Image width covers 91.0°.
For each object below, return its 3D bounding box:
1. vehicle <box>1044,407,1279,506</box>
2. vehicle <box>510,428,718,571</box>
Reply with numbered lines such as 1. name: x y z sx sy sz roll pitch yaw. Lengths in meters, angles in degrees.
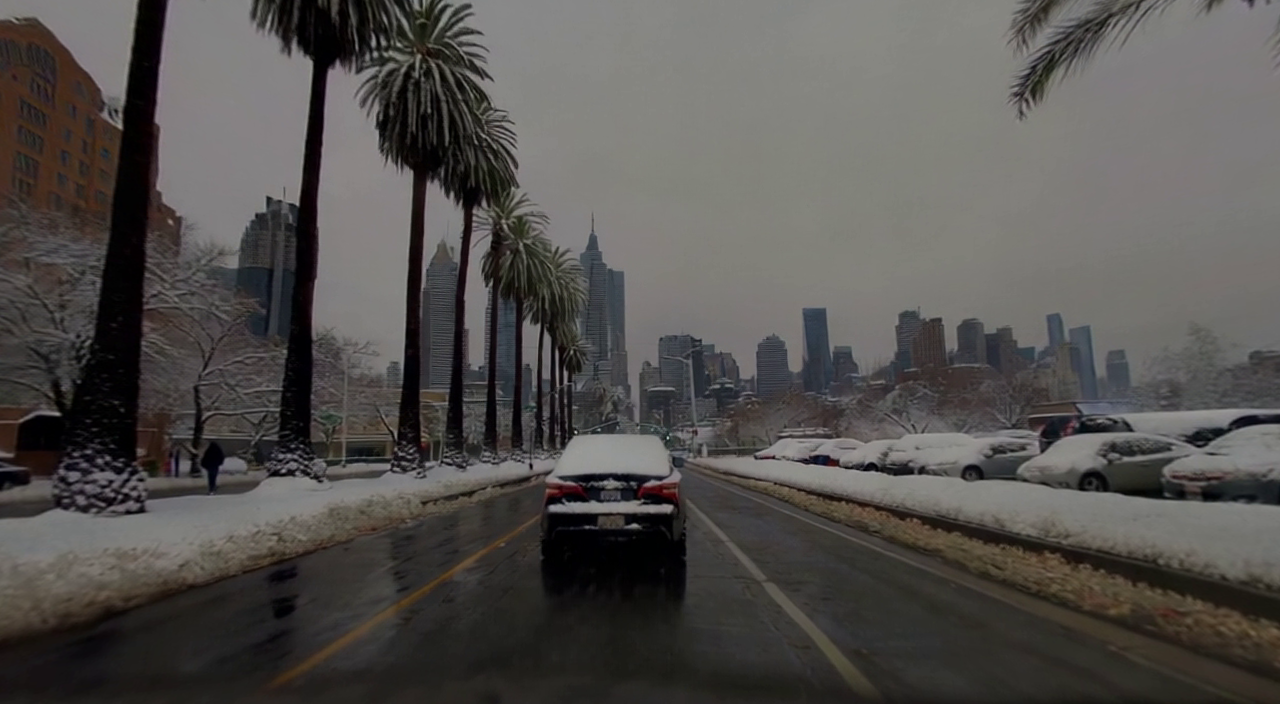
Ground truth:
1. vehicle: 12.897 2.362 14.535 5.301 1.962 2.431 -3 -8 4
2. vehicle: -0.272 1.881 8.781 2.235 1.528 3.876 0 -8 0
